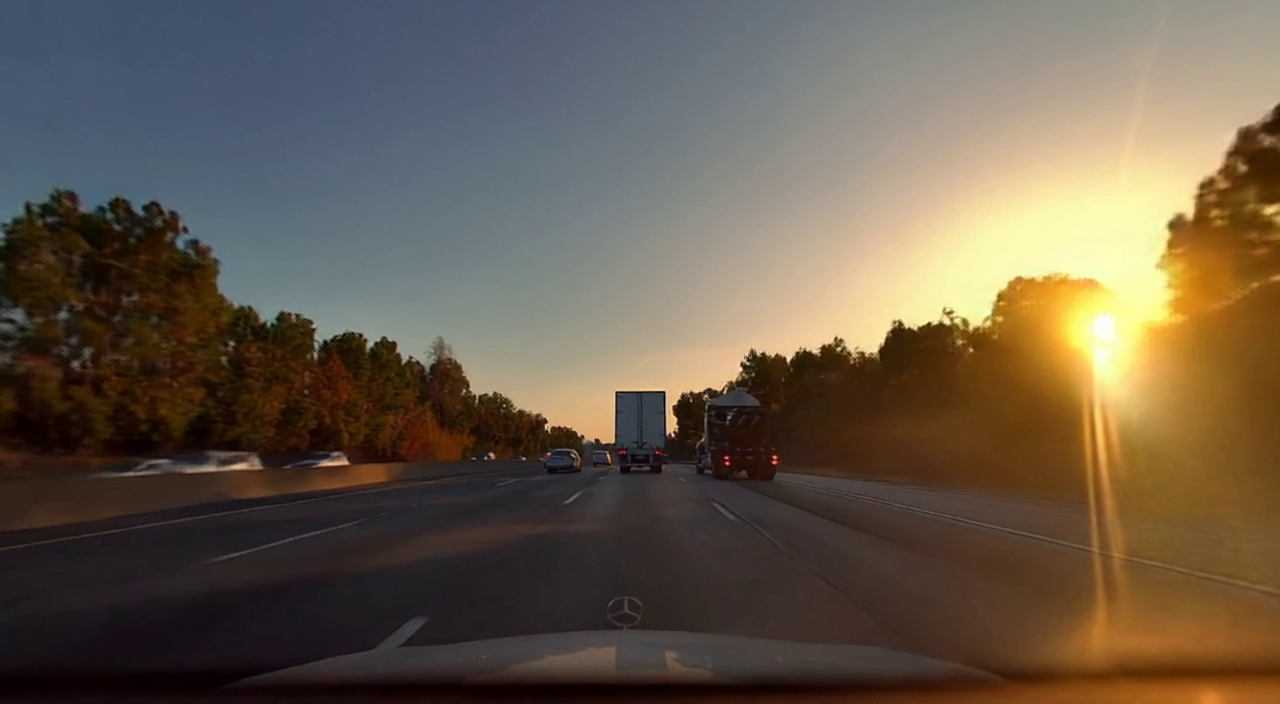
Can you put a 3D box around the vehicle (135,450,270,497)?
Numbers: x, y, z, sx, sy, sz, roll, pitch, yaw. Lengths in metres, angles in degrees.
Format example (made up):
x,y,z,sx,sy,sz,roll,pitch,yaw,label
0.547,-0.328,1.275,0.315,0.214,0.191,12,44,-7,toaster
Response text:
x,y,z,sx,sy,sz,roll,pitch,yaw,label
-15.310,4.236,22.381,1.809,1.473,4.083,0,-9,0,vehicle

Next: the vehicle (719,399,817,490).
x,y,z,sx,sy,sz,roll,pitch,yaw,label
4.360,3.268,22.309,2.565,2.902,3.798,0,-9,-1,vehicle

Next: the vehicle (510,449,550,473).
x,y,z,sx,sy,sz,roll,pitch,yaw,label
-7.362,7.303,42.482,1.926,1.482,3.959,0,-9,1,vehicle

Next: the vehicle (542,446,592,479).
x,y,z,sx,sy,sz,roll,pitch,yaw,label
-3.668,5.625,32.352,2.061,1.555,3.900,0,-9,0,vehicle

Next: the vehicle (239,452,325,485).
x,y,z,sx,sy,sz,roll,pitch,yaw,label
-19.861,6.432,35.197,1.896,1.688,4.685,-1,-9,2,vehicle

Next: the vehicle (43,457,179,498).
x,y,z,sx,sy,sz,roll,pitch,yaw,label
-22.276,5.275,26.806,1.905,1.516,4.417,0,-9,0,vehicle

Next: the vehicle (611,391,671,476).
x,y,z,sx,sy,sz,roll,pitch,yaw,label
-0.049,4.879,36.621,2.875,4.056,12.312,0,-9,-1,vehicle
